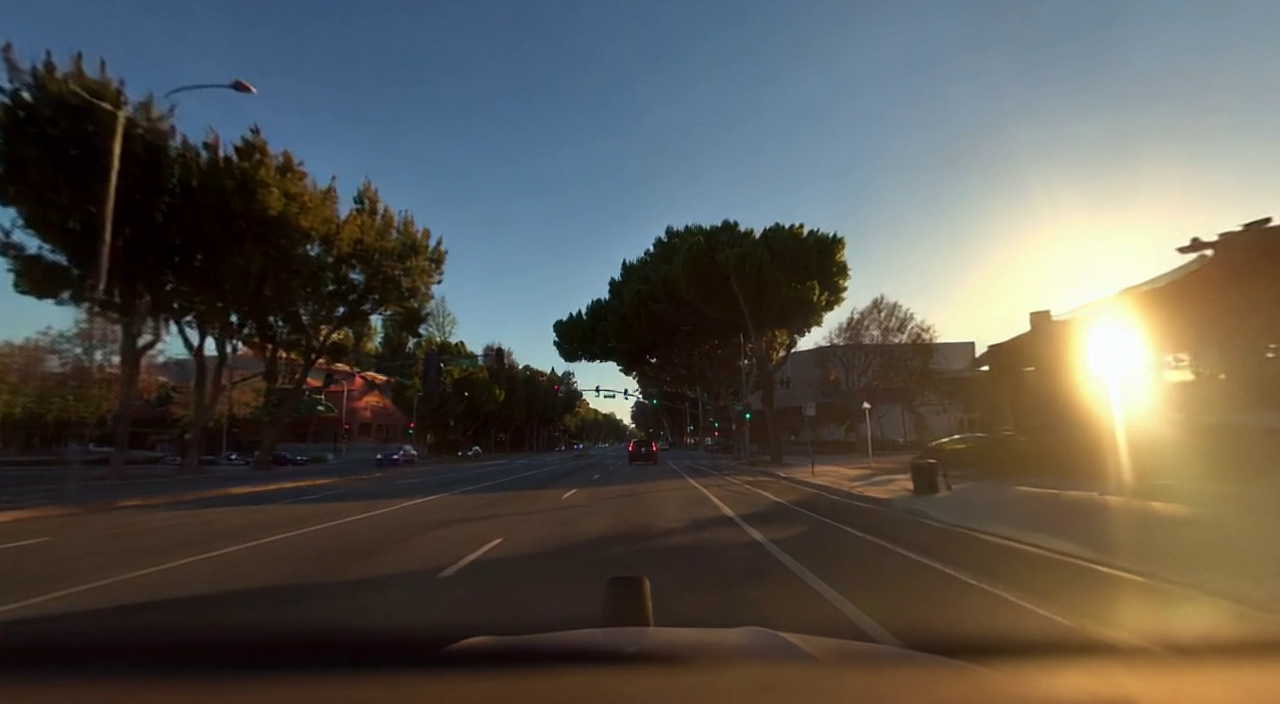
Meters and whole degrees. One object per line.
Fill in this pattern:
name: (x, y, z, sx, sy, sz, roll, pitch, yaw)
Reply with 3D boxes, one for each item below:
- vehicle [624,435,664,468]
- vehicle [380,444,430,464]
vehicle: (0.214, 5.673, 36.126, 2.169, 1.751, 4.276, 0, -9, 0)
vehicle: (-17.846, 7.729, 48.115, 1.986, 1.438, 4.620, 0, -9, 0)
